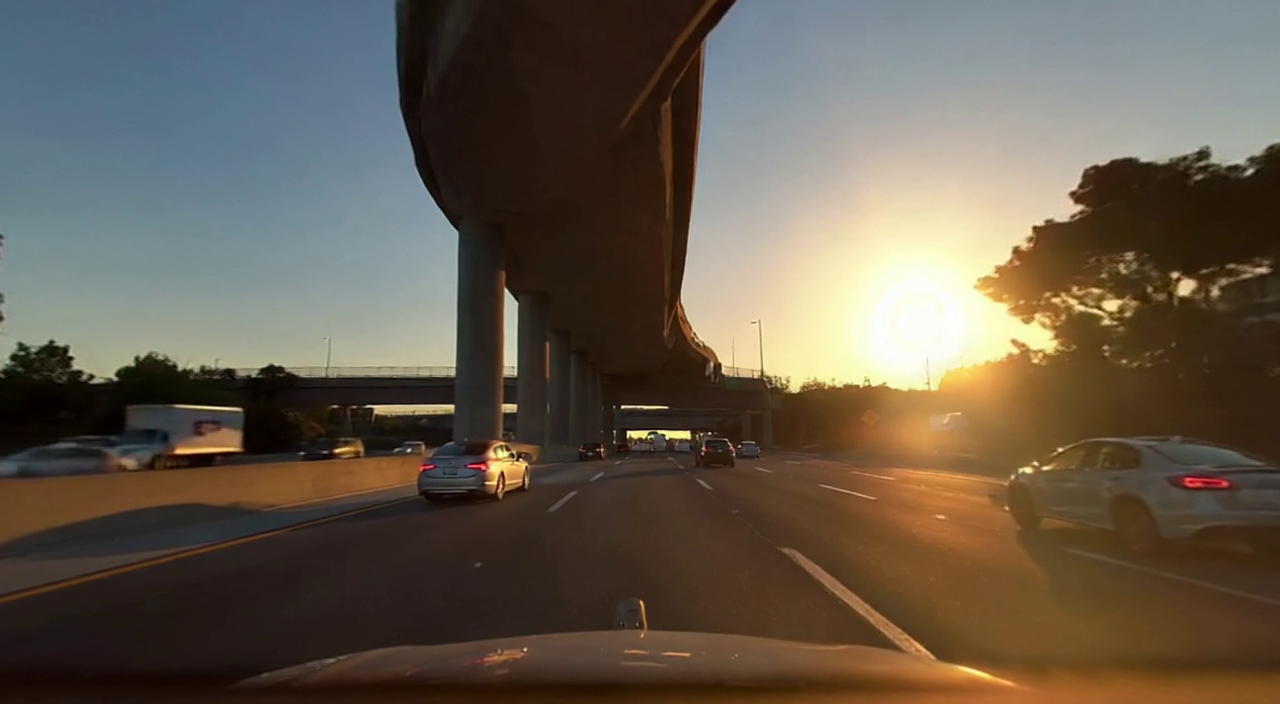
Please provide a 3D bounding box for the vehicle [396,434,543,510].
[{"bbox_3d":[-3.683,2.682,14.673,1.997,1.476,4.703,0,-8,1],"label":"vehicle"}]

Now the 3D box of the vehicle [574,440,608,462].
[{"bbox_3d":[-3.491,7.113,45.564,2.047,1.464,4.387,0,-8,1],"label":"vehicle"}]

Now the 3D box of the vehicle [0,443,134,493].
[{"bbox_3d":[-19.656,3.792,21.127,1.938,1.474,4.445,0,-8,-3],"label":"vehicle"}]

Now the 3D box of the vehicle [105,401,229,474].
[{"bbox_3d":[-27.977,5.135,37.780,2.910,3.973,5.944,1,-8,-4],"label":"vehicle"}]

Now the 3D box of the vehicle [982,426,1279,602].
[{"bbox_3d":[6.265,1.690,7.539,1.989,1.472,4.322,0,-8,1],"label":"vehicle"}]

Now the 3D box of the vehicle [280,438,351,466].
[{"bbox_3d":[-25.112,7.772,49.264,2.403,1.981,6.428,0,-8,-3],"label":"vehicle"}]

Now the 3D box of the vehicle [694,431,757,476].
[{"bbox_3d":[3.559,4.320,27.147,2.072,1.761,4.242,0,-8,-1],"label":"vehicle"}]
